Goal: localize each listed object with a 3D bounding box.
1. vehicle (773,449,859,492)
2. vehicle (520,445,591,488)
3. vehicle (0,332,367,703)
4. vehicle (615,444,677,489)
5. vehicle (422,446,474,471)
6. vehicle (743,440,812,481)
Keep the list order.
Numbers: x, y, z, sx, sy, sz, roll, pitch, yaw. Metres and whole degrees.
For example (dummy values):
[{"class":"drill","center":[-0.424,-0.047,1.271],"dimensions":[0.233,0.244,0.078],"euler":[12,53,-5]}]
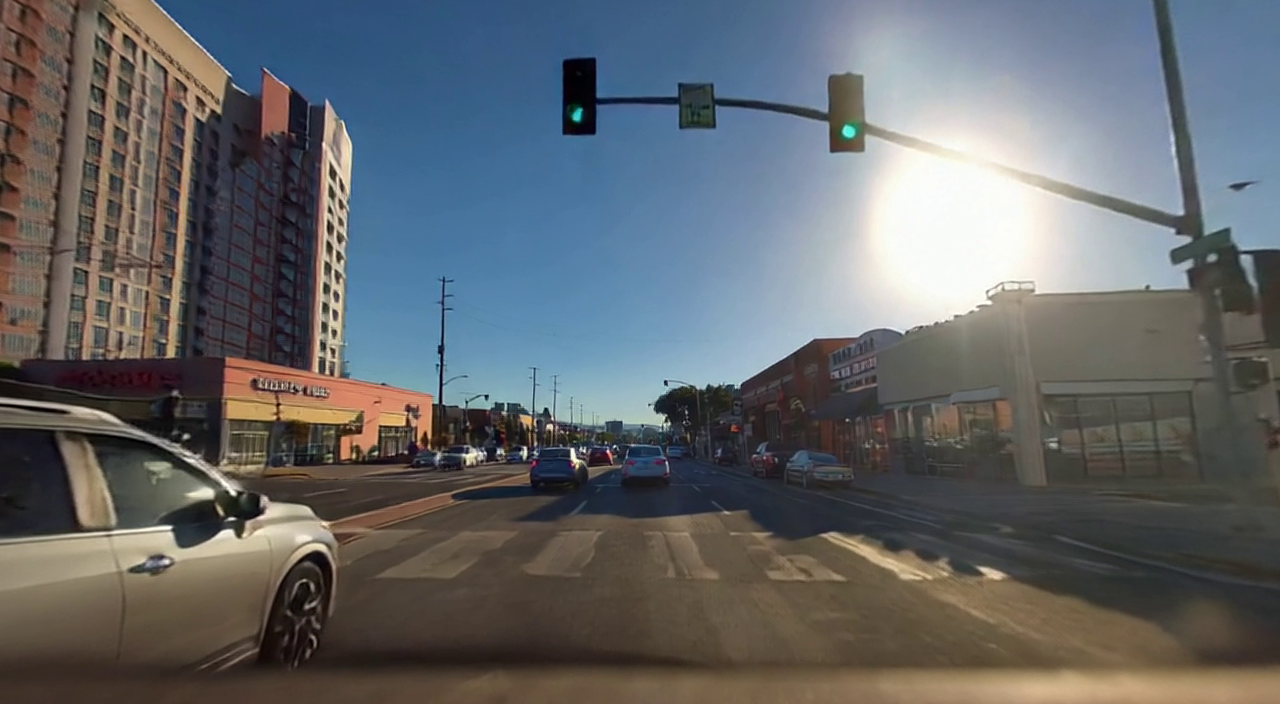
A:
[{"class":"vehicle","center":[6.529,4.410,23.909],"dimensions":[1.944,1.462,4.406],"euler":[0,-9,0]},{"class":"vehicle","center":[-3.071,4.271,23.878],"dimensions":[1.950,1.450,4.257],"euler":[0,-9,2]},{"class":"vehicle","center":[-2.933,0.800,2.041],"dimensions":[2.049,1.646,4.445],"euler":[0,-9,1]},{"class":"vehicle","center":[0.223,4.095,22.949],"dimensions":[2.037,1.484,4.073],"euler":[0,-9,1]},{"class":"vehicle","center":[-13.565,7.543,44.818],"dimensions":[2.064,1.643,4.593],"euler":[0,-9,2]},{"class":"vehicle","center":[6.609,5.280,30.940],"dimensions":[2.159,1.817,5.056],"euler":[0,-9,-1]}]
